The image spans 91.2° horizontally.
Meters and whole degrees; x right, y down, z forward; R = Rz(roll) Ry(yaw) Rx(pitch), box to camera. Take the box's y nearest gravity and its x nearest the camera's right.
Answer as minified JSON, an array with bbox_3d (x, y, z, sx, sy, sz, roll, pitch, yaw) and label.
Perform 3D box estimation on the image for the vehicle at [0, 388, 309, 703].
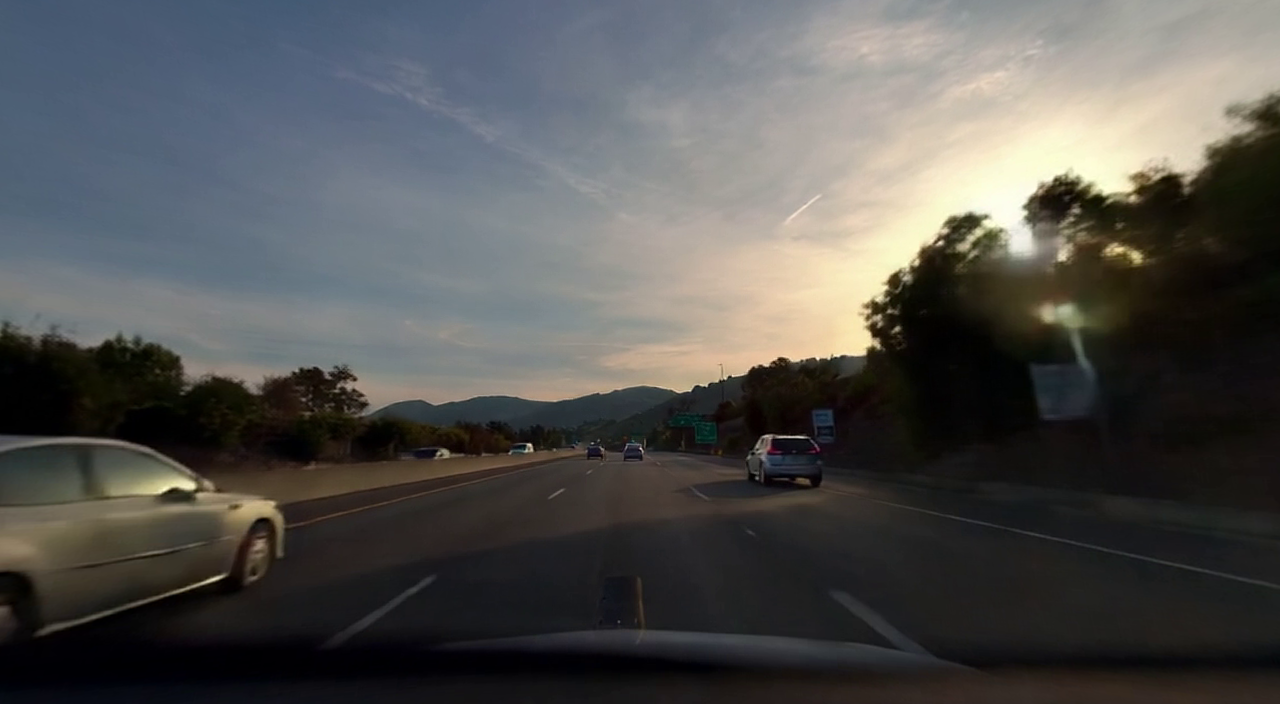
[{"bbox_3d":[-4.135,1.065,3.548,2.084,1.594,4.219,-1,-9,2],"label":"vehicle"}]

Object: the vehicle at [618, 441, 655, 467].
[{"bbox_3d":[-0.202,6.671,41.158,1.969,1.595,3.964,-1,-8,6],"label":"vehicle"}]

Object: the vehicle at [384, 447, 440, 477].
[{"bbox_3d":[-13.003,6.296,36.018,1.975,1.574,4.341,0,-9,-5],"label":"vehicle"}]

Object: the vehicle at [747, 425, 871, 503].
[{"bbox_3d":[4.055,2.771,15.854,2.143,1.667,4.221,-1,-9,3],"label":"vehicle"}]
